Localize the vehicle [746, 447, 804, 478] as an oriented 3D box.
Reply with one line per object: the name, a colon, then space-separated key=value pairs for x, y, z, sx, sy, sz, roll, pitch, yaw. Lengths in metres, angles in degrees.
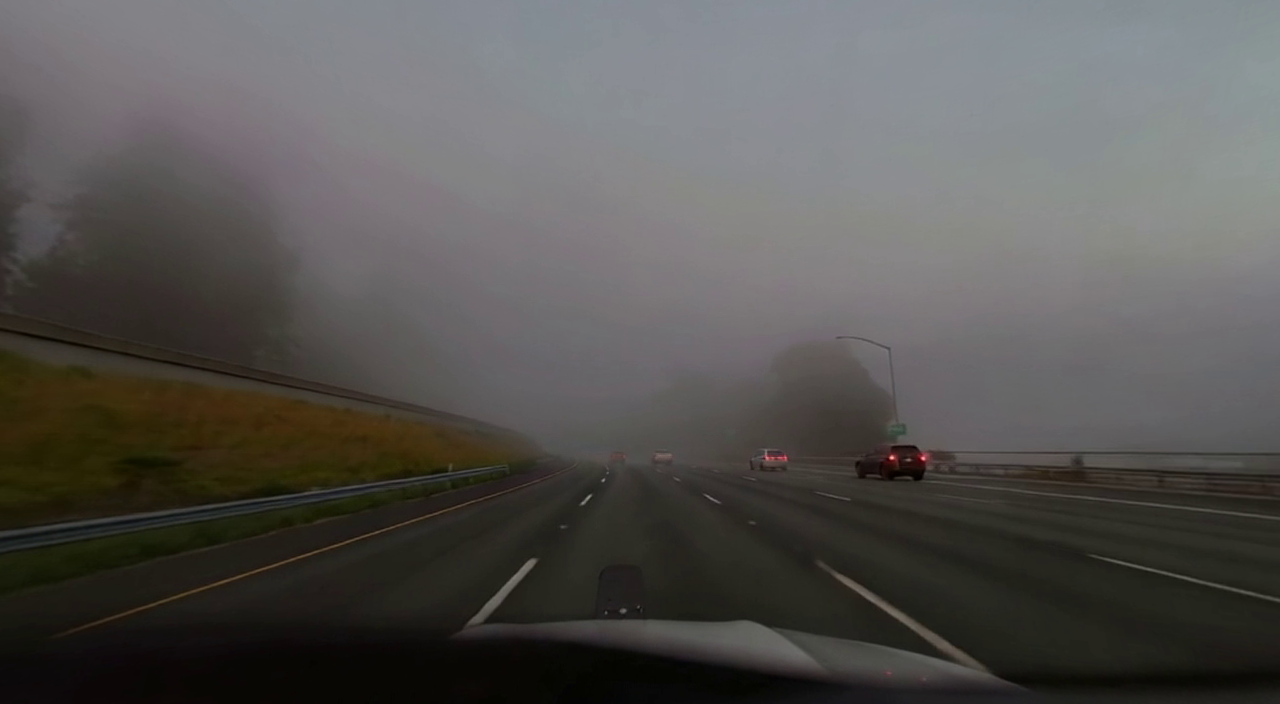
vehicle: x=6.729 y=5.521 z=31.634 sx=1.940 sy=1.482 sz=3.644 roll=0 pitch=-9 yaw=-3

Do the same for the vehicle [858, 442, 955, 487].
vehicle: x=10.621 y=4.490 z=25.402 sx=1.986 sy=1.644 sz=4.126 roll=0 pitch=-9 yaw=-2
